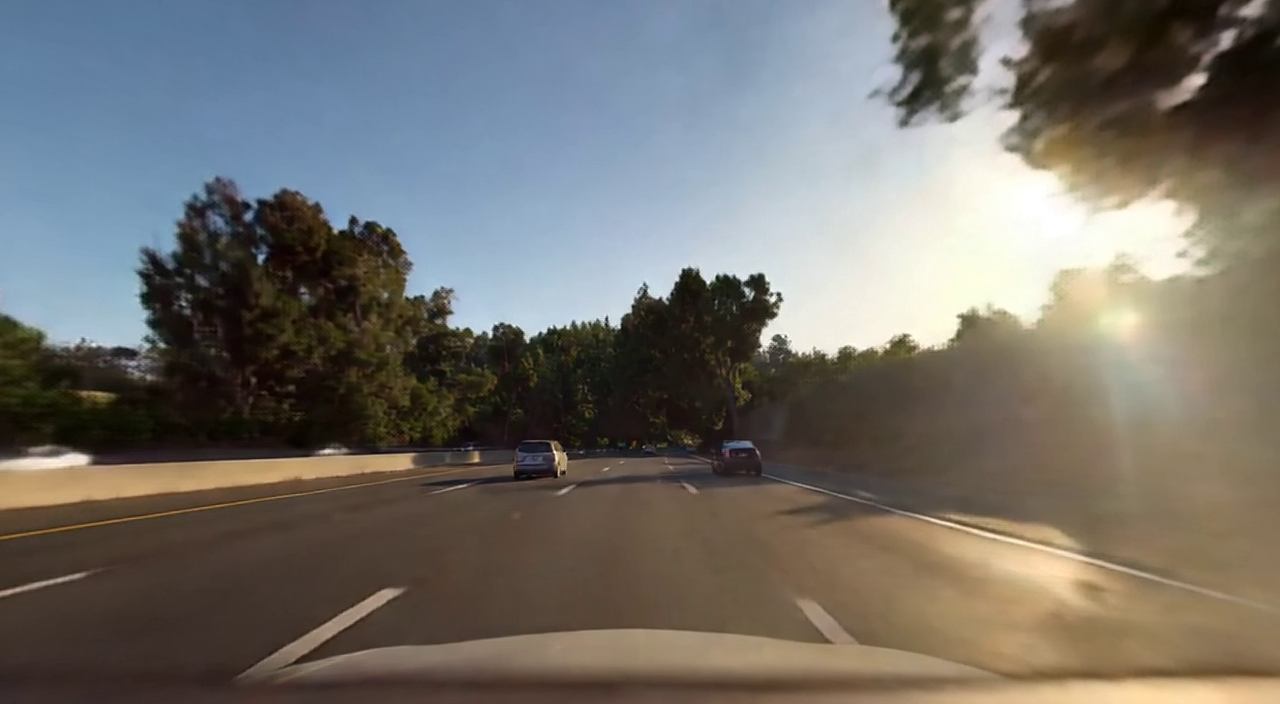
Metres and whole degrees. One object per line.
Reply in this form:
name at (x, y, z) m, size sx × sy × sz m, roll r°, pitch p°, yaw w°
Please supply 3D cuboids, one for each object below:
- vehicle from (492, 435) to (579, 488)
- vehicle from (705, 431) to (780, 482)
vehicle at (-3.436, 3.709, 21.562) m, size 2.166 × 1.608 × 4.297 m, roll -1°, pitch -8°, yaw 2°
vehicle at (3.899, 4.075, 24.786) m, size 2.149 × 1.796 × 4.487 m, roll 0°, pitch -8°, yaw -1°
